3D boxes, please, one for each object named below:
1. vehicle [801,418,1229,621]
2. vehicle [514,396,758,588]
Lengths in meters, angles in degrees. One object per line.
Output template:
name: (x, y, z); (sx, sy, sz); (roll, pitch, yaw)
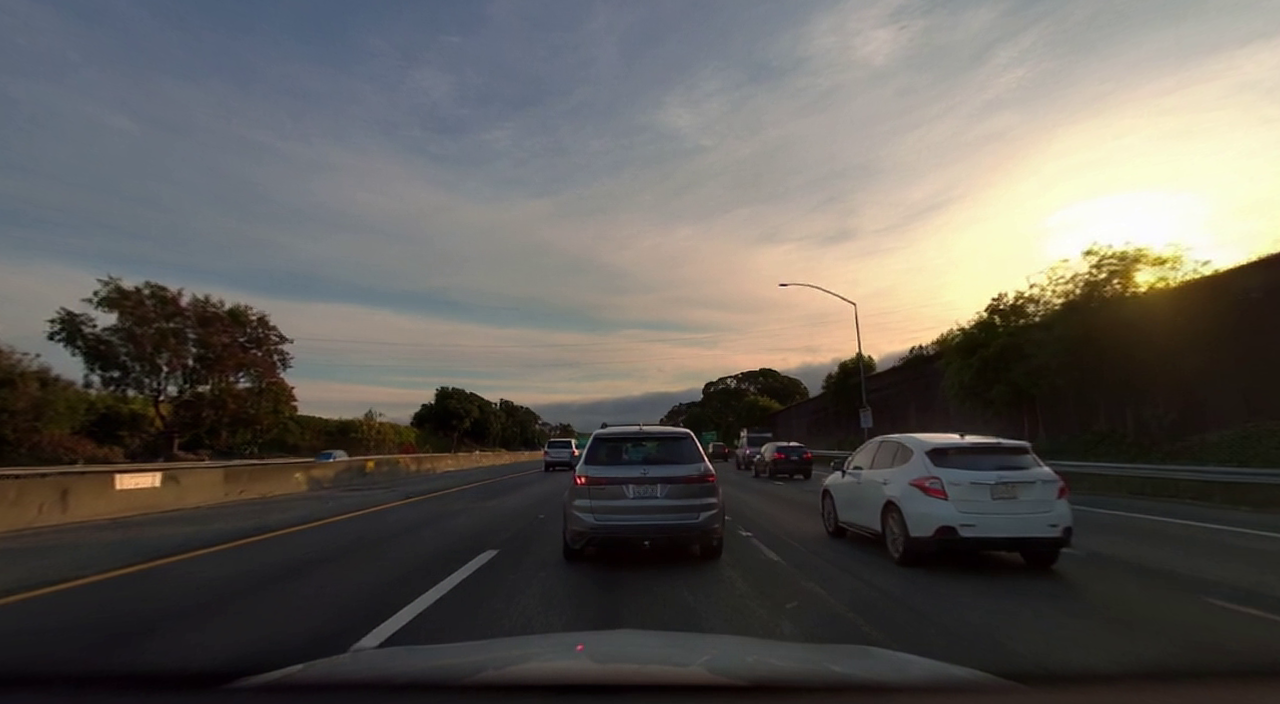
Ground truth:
vehicle: (3.472, 1.642, 7.219); (2.028, 1.534, 4.691); (0, -9, 0)
vehicle: (-0.125, 1.590, 7.843); (2.230, 1.740, 3.976); (0, -9, -3)
